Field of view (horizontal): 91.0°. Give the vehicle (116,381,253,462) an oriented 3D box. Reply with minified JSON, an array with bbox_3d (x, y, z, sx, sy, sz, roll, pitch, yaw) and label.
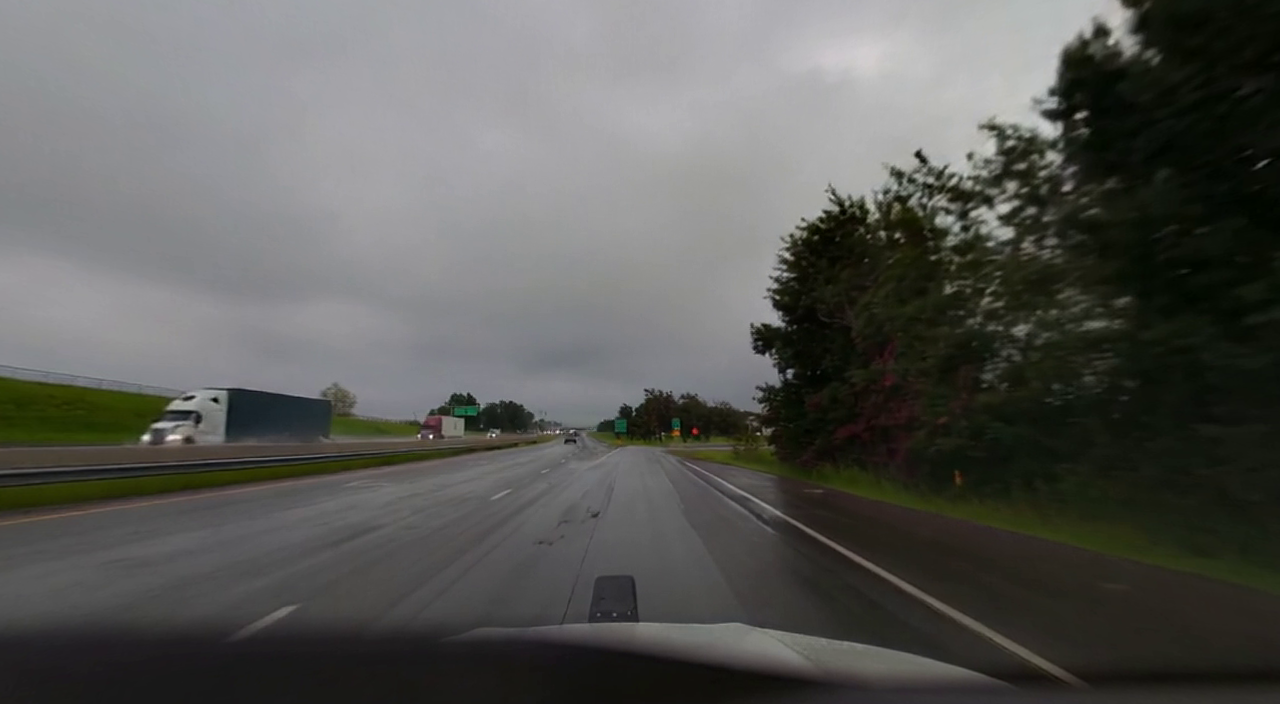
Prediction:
[{"bbox_3d":[-23.920,3.752,33.510,2.978,3.888,5.814,0,-8,-3],"label":"vehicle"}]
